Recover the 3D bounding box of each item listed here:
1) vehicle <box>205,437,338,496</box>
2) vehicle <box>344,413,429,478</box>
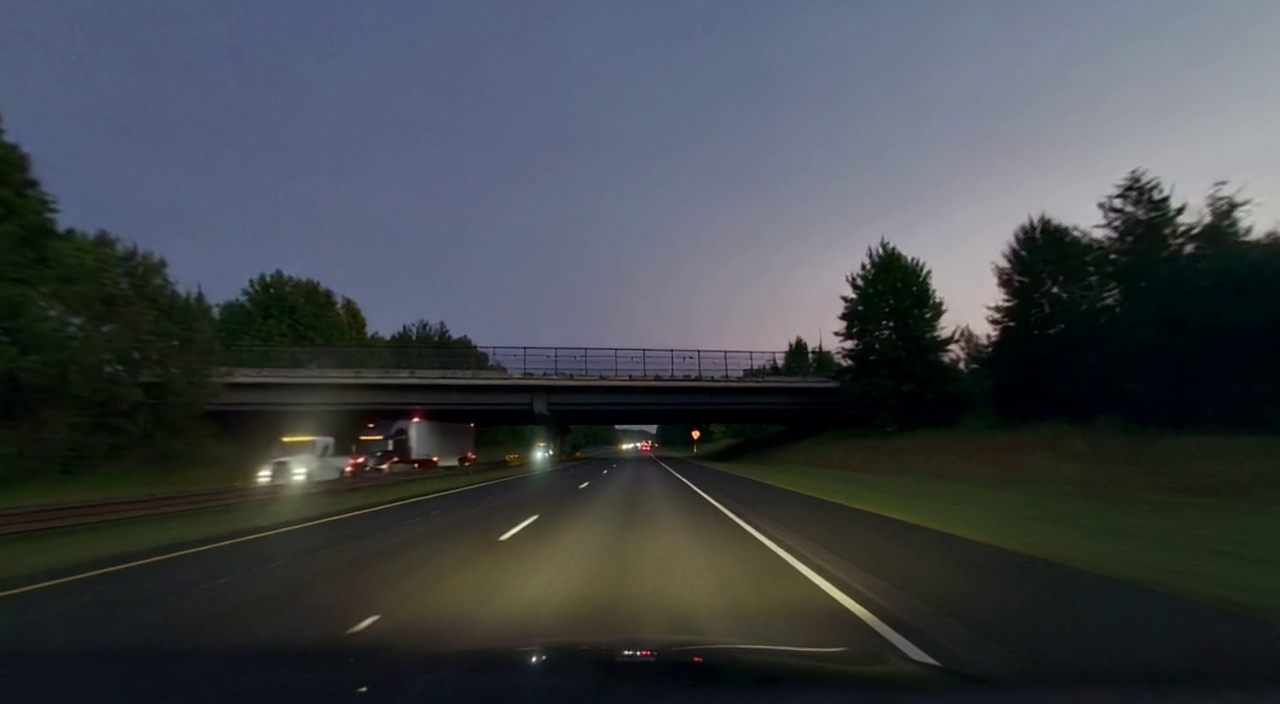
[{"bbox_3d":[-13.720,4.285,23.903,2.254,1.979,4.563,0,-9,0],"label":"vehicle"},{"bbox_3d":[-16.710,6.245,42.174,3.154,3.952,6.140,0,-9,-2],"label":"vehicle"}]
